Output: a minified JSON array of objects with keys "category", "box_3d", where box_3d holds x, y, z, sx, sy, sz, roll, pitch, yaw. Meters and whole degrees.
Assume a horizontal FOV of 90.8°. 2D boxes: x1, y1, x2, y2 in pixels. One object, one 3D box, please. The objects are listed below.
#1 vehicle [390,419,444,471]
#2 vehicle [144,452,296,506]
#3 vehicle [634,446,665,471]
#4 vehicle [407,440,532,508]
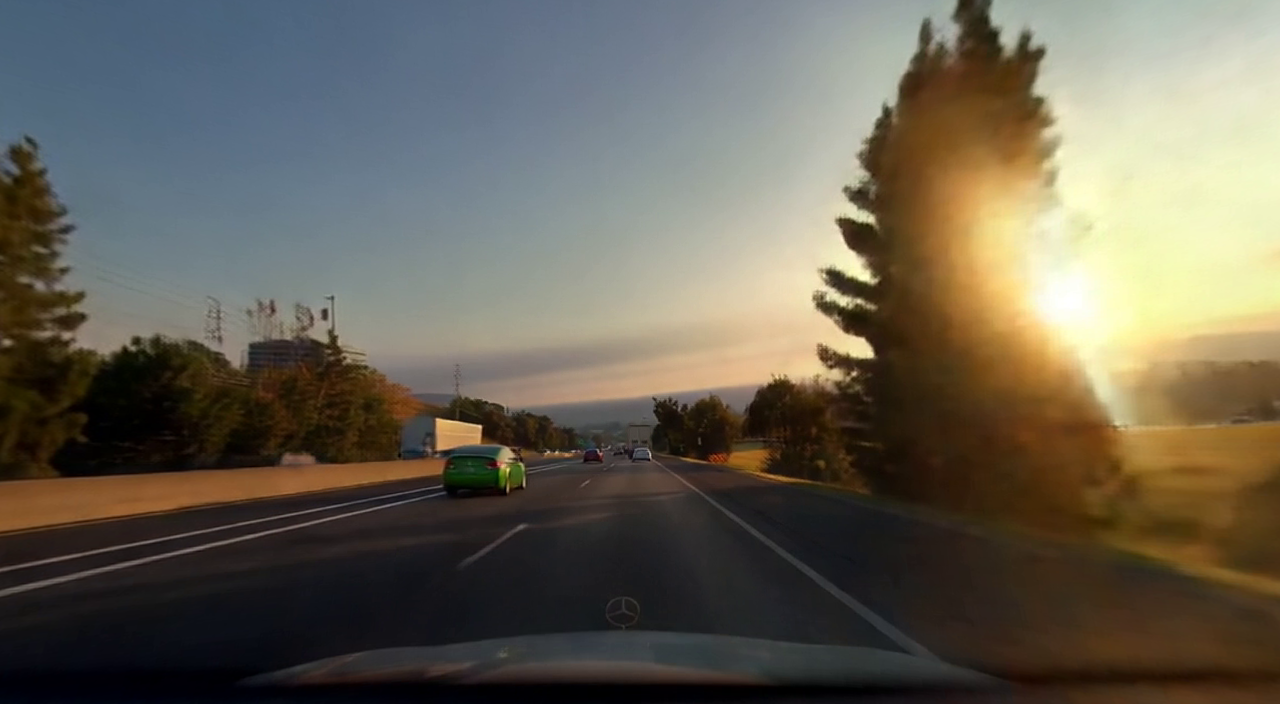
[{"category":"vehicle","box_3d":[-17.319,7.280,49.279,3.087,3.865,2.819,0,-9,-1]},{"category":"vehicle","box_3d":[-12.439,3.740,19.043,1.848,1.423,3.997,0,-9,-1]},{"category":"vehicle","box_3d":[0.581,7.304,43.467,1.992,1.593,3.937,0,-9,-1]},{"category":"vehicle","box_3d":[-4.280,3.125,16.585,2.172,1.548,3.953,0,-9,0]}]
